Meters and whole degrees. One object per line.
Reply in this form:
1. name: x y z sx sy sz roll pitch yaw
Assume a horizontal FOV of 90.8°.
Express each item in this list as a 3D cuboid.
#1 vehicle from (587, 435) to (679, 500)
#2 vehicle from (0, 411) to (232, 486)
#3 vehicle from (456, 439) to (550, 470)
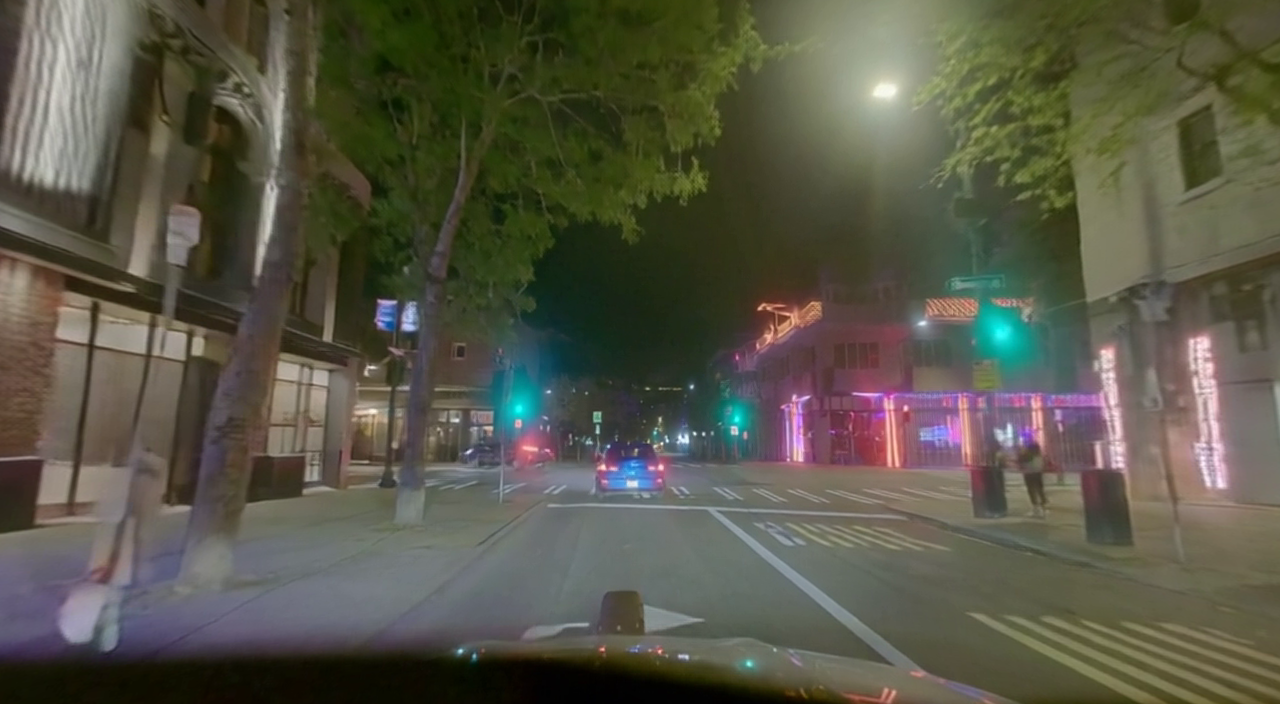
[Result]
1. vehicle: -0.303 3.017 16.868 2.106 1.482 4.459 0 -9 -4
2. vehicle: -17.864 3.308 21.726 5.858 2.396 2.319 1 -9 -2
3. vehicle: -6.986 5.192 32.120 4.627 1.468 1.871 -6 -10 32
